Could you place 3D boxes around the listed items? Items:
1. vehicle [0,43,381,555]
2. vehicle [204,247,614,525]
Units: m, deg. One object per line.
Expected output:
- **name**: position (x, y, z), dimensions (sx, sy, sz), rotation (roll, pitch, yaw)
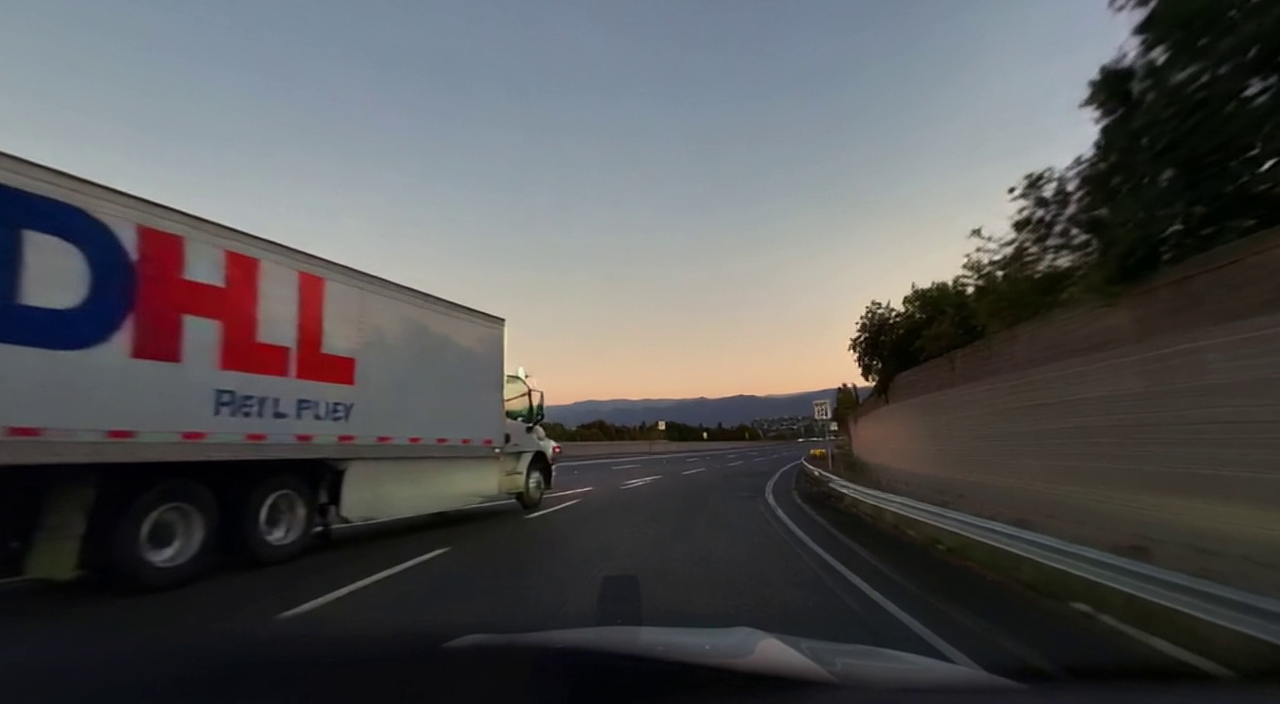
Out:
- **vehicle**: position (-6.586, -0.419, 5.627), dimensions (2.796, 4.184, 8.554), rotation (-1, -8, 17)
- **vehicle**: position (-3.769, 1.158, 14.517), dimensions (2.997, 4.029, 10.500), rotation (-2, -8, 17)
